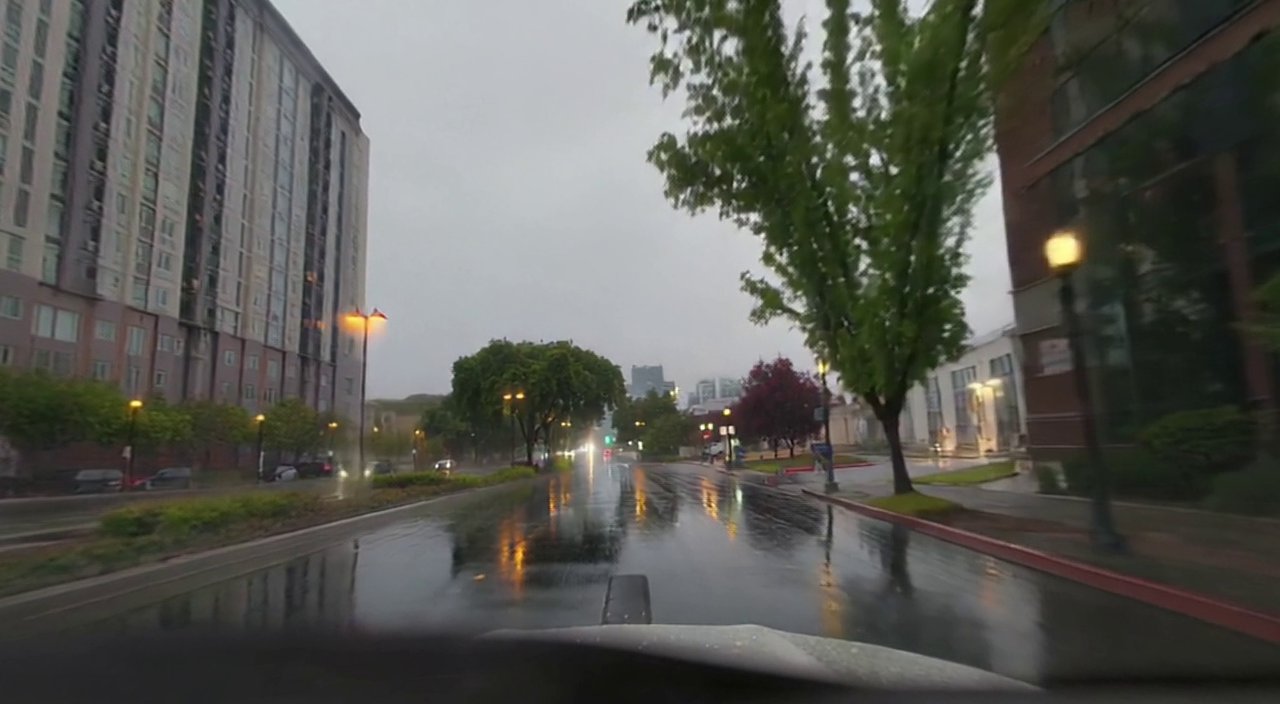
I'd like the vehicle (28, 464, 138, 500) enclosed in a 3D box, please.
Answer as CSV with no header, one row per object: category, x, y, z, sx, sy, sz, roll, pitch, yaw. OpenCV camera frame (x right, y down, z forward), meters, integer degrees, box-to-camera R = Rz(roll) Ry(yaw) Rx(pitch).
vehicle,-32.471,7.533,37.000,2.235,1.777,4.963,1,-8,-6

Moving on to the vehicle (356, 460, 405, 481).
vehicle,-19.784,9.054,48.257,1.835,1.417,4.352,0,-8,1

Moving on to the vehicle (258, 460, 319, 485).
vehicle,-26.967,9.250,48.595,2.124,1.650,4.413,0,-8,0

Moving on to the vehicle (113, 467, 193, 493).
vehicle,-32.870,8.637,42.727,1.823,1.471,4.715,0,-8,-2
